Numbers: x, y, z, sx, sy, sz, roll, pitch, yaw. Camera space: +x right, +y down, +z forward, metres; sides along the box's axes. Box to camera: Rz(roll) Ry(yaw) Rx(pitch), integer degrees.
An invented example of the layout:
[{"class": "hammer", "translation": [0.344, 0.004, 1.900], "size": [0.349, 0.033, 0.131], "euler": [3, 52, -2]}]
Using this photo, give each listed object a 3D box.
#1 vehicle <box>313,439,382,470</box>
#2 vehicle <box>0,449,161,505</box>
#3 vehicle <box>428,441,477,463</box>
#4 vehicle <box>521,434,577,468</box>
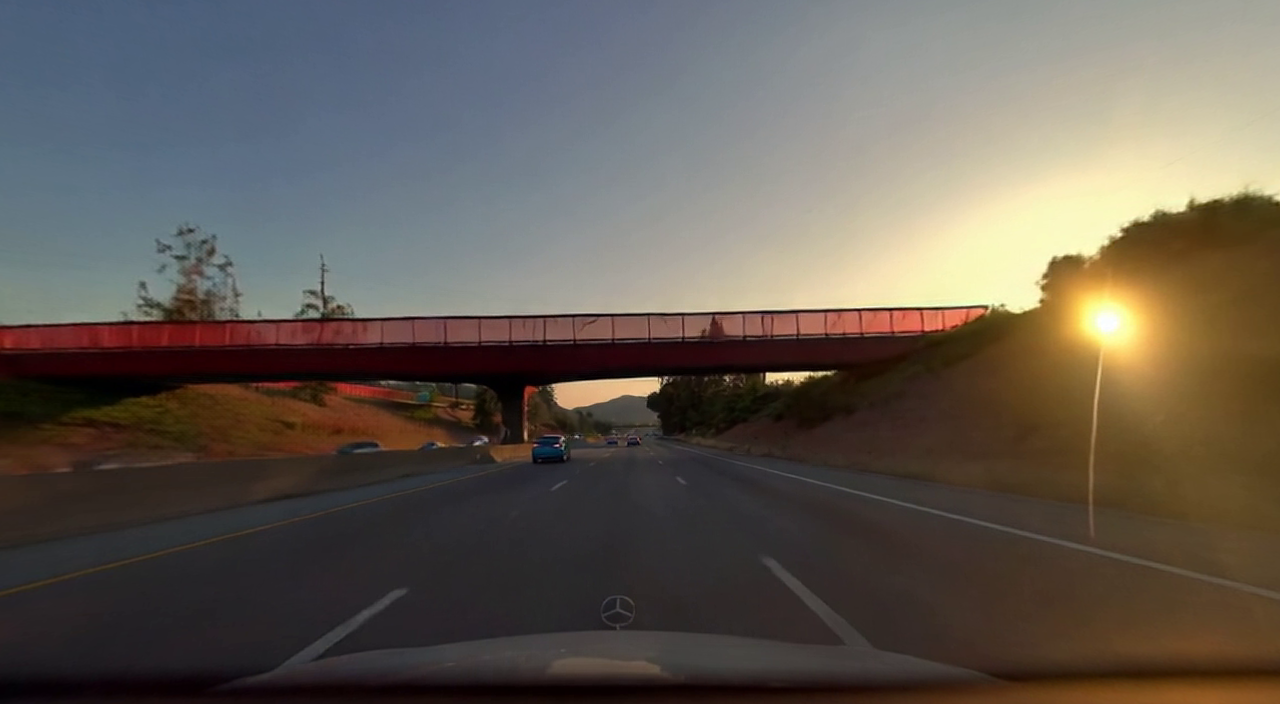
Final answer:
[{"class": "vehicle", "translation": [-16.209, 5.664, 35.137], "size": [1.871, 1.548, 4.080], "euler": [0, -8, 0]}, {"class": "vehicle", "translation": [-16.466, 3.526, 18.243], "size": [1.750, 1.335, 4.396], "euler": [0, -8, 0]}, {"class": "vehicle", "translation": [-13.027, 6.948, 44.098], "size": [1.970, 1.473, 4.699], "euler": [0, -8, 0]}, {"class": "vehicle", "translation": [-4.388, 4.844, 30.995], "size": [2.074, 1.535, 4.437], "euler": [0, -8, 0]}]
